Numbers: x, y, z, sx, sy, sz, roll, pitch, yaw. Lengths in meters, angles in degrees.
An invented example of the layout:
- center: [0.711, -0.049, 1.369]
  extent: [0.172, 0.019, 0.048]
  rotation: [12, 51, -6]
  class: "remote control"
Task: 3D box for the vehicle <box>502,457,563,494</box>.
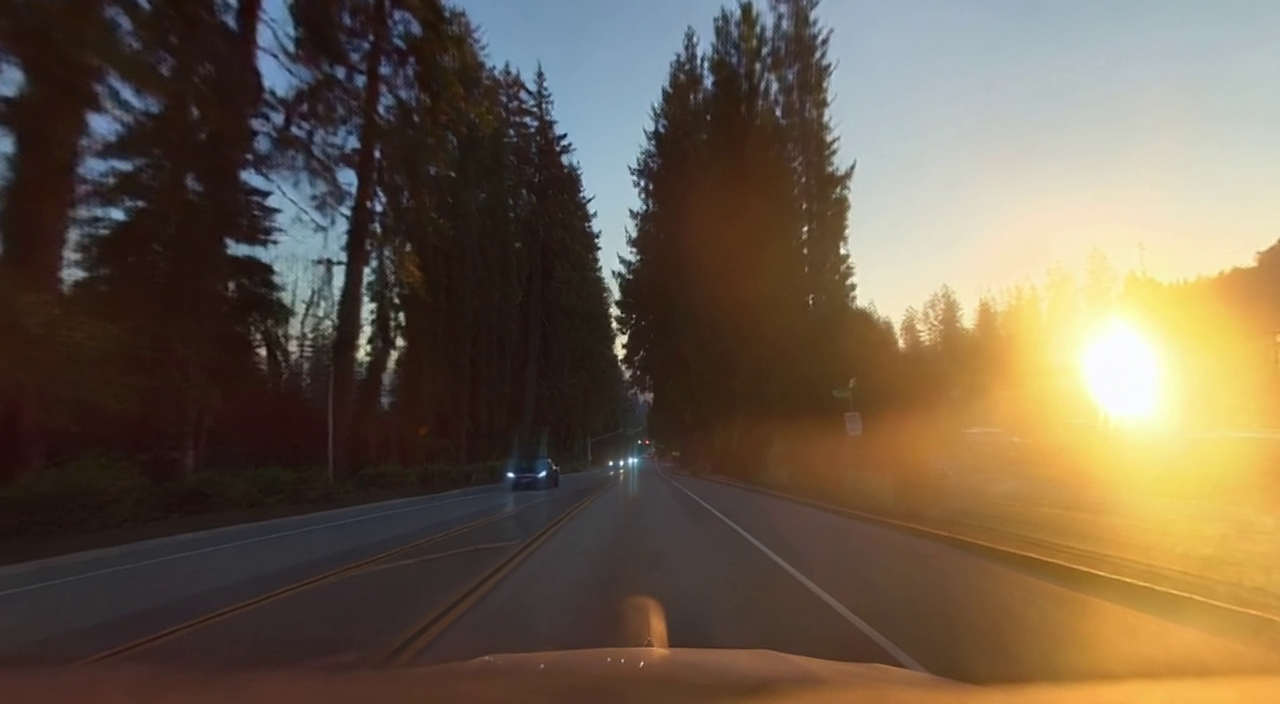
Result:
- center: [-4.965, 5.745, 29.664]
  extent: [2.000, 1.546, 4.342]
  rotation: [0, -9, 2]
  class: "vehicle"
